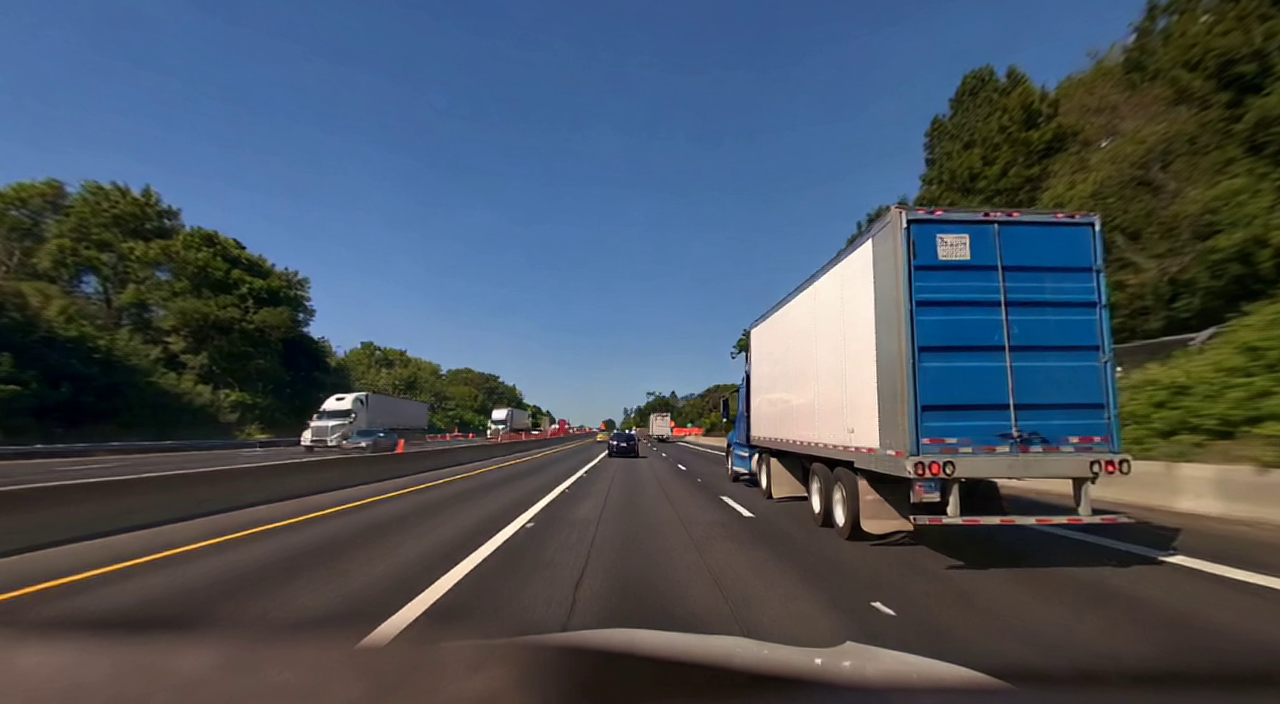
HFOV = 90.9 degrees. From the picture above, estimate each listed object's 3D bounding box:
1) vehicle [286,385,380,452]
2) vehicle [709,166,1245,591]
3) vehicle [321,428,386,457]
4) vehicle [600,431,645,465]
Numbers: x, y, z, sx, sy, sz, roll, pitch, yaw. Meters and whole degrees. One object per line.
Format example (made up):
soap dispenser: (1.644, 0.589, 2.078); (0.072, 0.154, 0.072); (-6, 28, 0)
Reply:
vehicle: (-19.614, 4.364, 40.734); (3.014, 3.985, 5.892); (0, -8, -1)
vehicle: (3.405, 0.862, 10.809); (2.919, 3.634, 10.888); (0, -8, -1)
vehicle: (-15.527, 4.899, 34.386); (1.788, 1.475, 3.811); (0, -8, -1)
vehicle: (-0.808, 4.401, 29.173); (1.929, 1.469, 3.677); (0, -8, -1)
